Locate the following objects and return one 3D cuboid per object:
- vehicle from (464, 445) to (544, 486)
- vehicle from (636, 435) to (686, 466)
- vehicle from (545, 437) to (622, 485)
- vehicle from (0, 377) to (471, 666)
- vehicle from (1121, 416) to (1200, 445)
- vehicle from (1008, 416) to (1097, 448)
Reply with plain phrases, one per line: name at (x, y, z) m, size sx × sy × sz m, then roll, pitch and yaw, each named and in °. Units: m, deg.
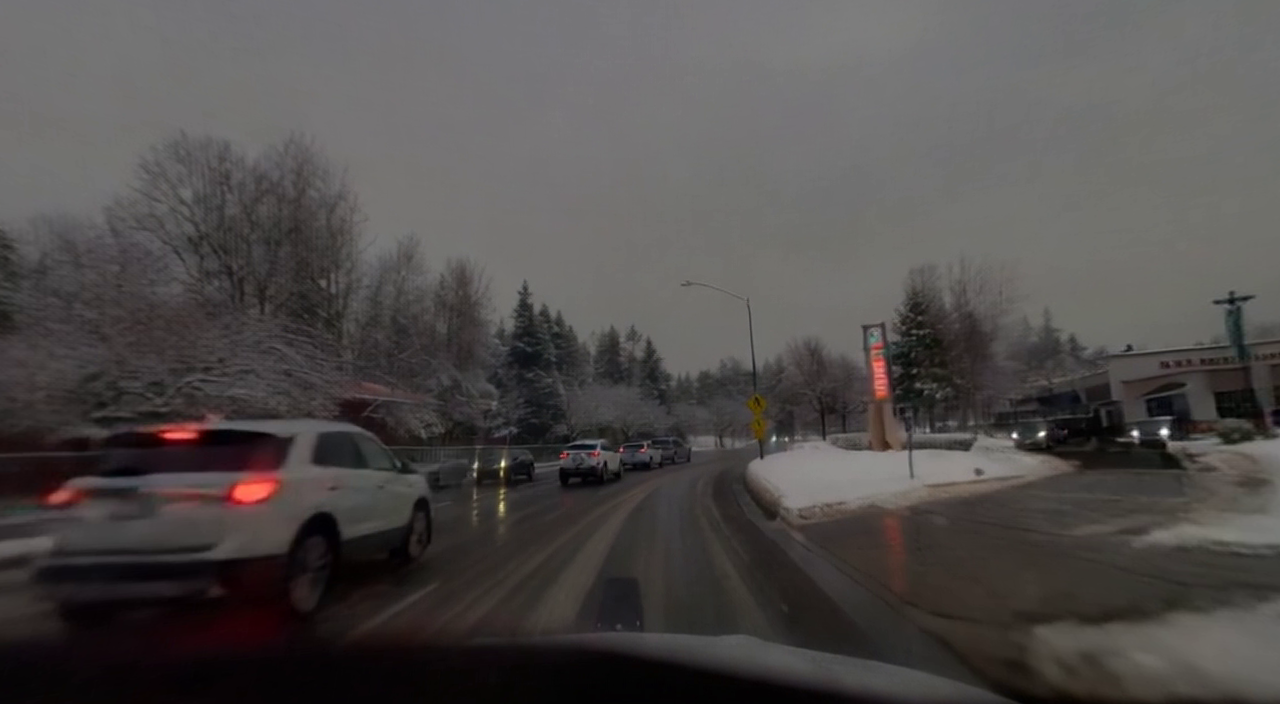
vehicle at (-5.575, 4.683, 26.500) m, size 1.974 × 1.558 × 3.949 m, roll -1°, pitch -9°, yaw 8°
vehicle at (1.384, 6.214, 39.946) m, size 2.167 × 1.832 × 4.679 m, roll -2°, pitch -9°, yaw 15°
vehicle at (-2.094, 4.221, 24.779) m, size 2.002 × 1.664 × 4.113 m, roll -2°, pitch -9°, yaw 10°
vehicle at (-3.559, 1.446, 6.462) m, size 2.168 × 1.783 × 4.695 m, roll -3°, pitch -9°, yaw 3°
vehicle at (27.743, 4.245, 33.672) m, size 4.106 × 1.450 × 1.901 m, roll 5°, pitch -10°, yaw -32°
vehicle at (24.569, 4.814, 37.606) m, size 4.982 × 1.789 × 2.303 m, roll 5°, pitch -10°, yaw -30°
